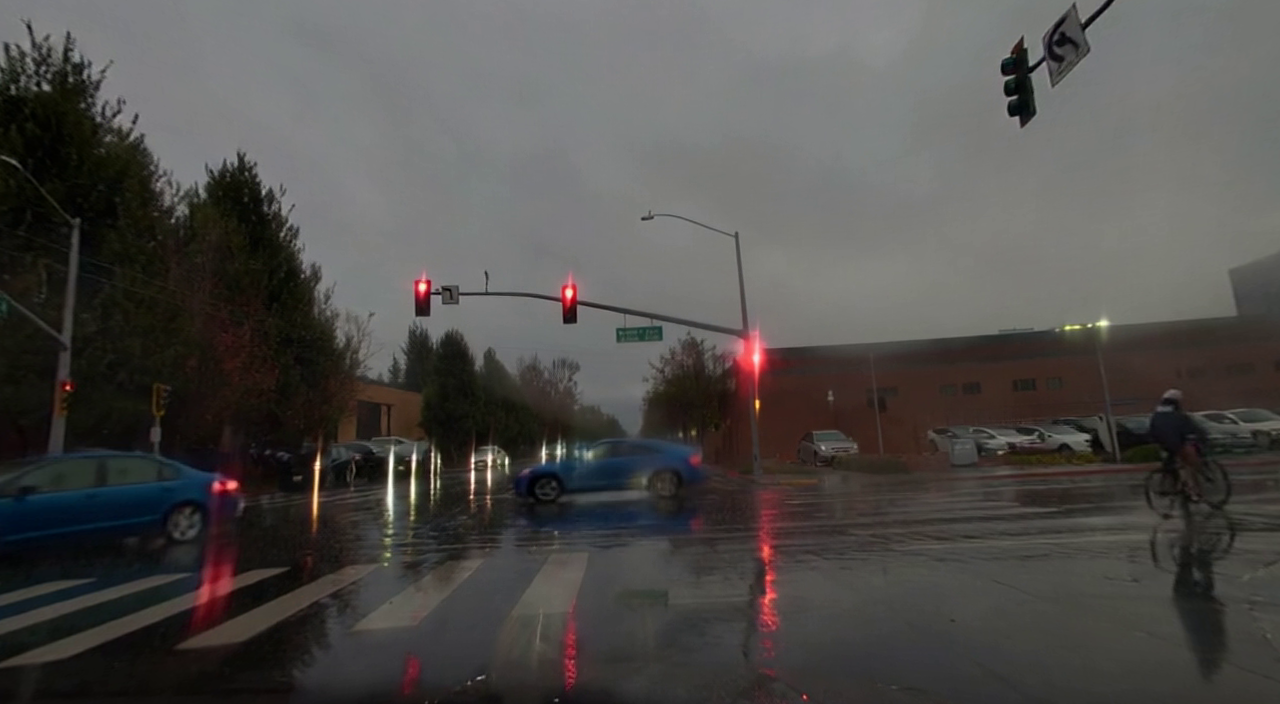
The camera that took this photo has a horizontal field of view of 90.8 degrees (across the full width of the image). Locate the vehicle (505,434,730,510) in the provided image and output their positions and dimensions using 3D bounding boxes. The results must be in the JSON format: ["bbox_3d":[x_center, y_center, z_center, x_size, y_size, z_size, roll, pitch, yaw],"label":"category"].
[{"bbox_3d":[-0.518,2.475,13.274,4.385,1.419,1.855,1,-9,-8],"label":"vehicle"}]

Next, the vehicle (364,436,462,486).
[{"bbox_3d":[-10.194,4.951,29.045,2.475,1.940,5.702,-3,-9,-1],"label":"vehicle"}]

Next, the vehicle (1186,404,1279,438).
[{"bbox_3d":[34.884,4.020,36.665,4.326,1.511,1.725,-8,-9,16],"label":"vehicle"}]

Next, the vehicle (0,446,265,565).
[{"bbox_3d":[-8.071,2.027,8.742,1.755,1.419,4.533,-6,-11,35],"label":"vehicle"}]

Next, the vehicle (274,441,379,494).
[{"bbox_3d":[-13.750,5.058,28.133,2.251,1.957,4.968,-4,-9,-1],"label":"vehicle"}]

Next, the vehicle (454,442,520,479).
[{"bbox_3d":[-7.005,4.989,29.311,2.024,1.470,4.153,-3,-9,-1],"label":"vehicle"}]

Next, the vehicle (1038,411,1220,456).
[{"bbox_3d":[16.898,2.905,22.130,4.560,1.453,1.851,-3,-9,18],"label":"vehicle"}]
